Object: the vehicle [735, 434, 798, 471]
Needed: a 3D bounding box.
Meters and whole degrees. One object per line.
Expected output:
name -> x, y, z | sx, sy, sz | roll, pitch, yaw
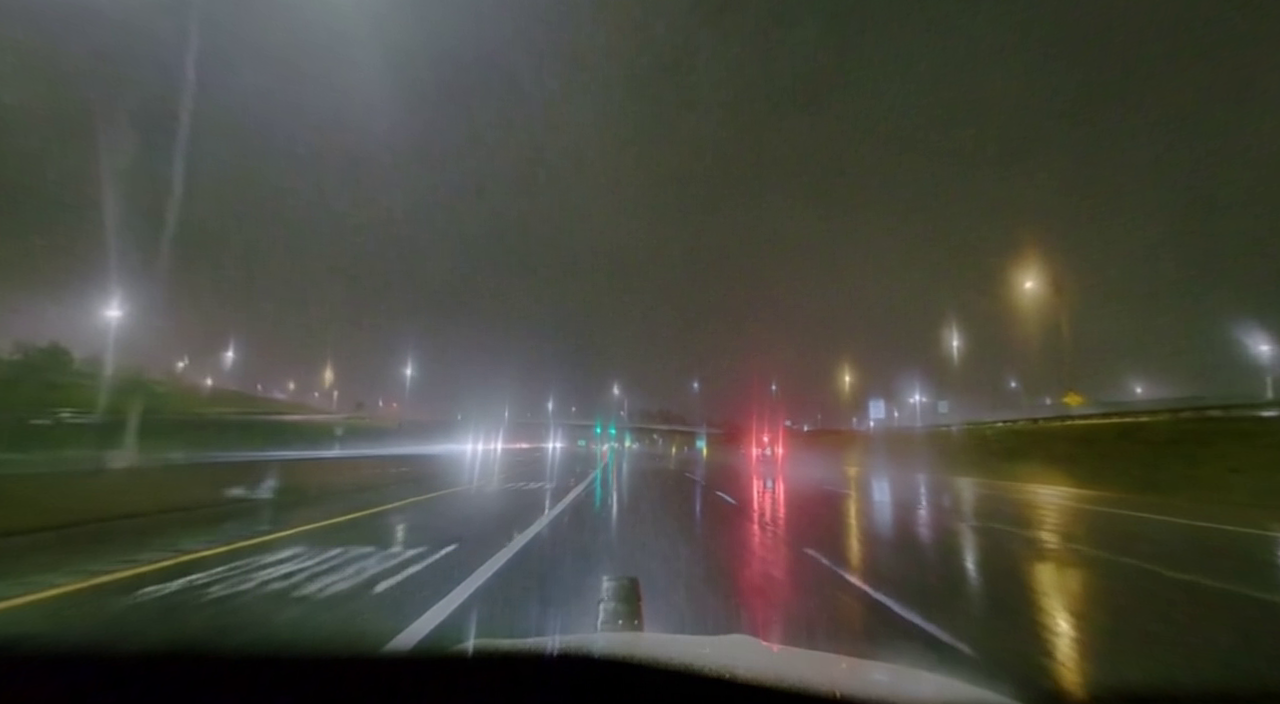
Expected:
vehicle -> 6.303, 5.090, 32.056 | 2.104, 1.723, 4.538 | 0, -8, -2
